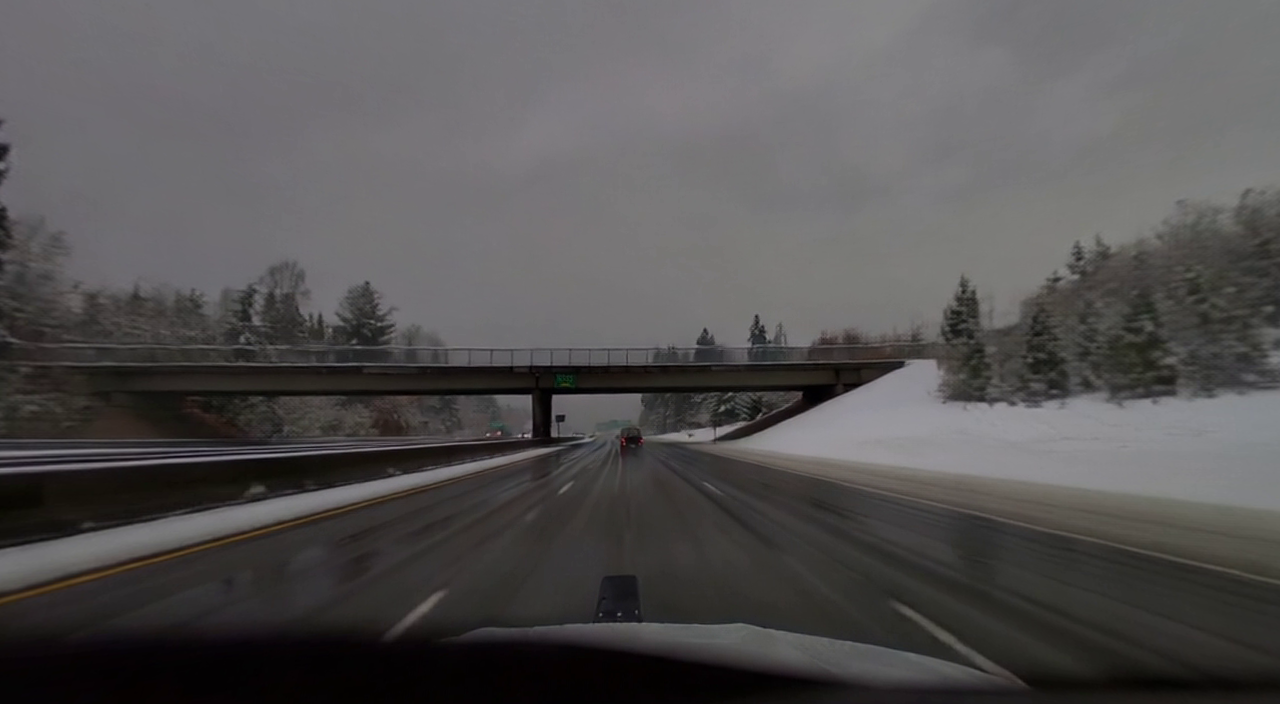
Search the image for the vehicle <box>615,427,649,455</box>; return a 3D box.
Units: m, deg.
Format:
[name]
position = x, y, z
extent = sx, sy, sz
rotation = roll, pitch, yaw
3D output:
[vehicle]
position = -0.624, 6.400, 45.396
extent = 2.277, 1.913, 4.510
rotation = 0, -8, -2
